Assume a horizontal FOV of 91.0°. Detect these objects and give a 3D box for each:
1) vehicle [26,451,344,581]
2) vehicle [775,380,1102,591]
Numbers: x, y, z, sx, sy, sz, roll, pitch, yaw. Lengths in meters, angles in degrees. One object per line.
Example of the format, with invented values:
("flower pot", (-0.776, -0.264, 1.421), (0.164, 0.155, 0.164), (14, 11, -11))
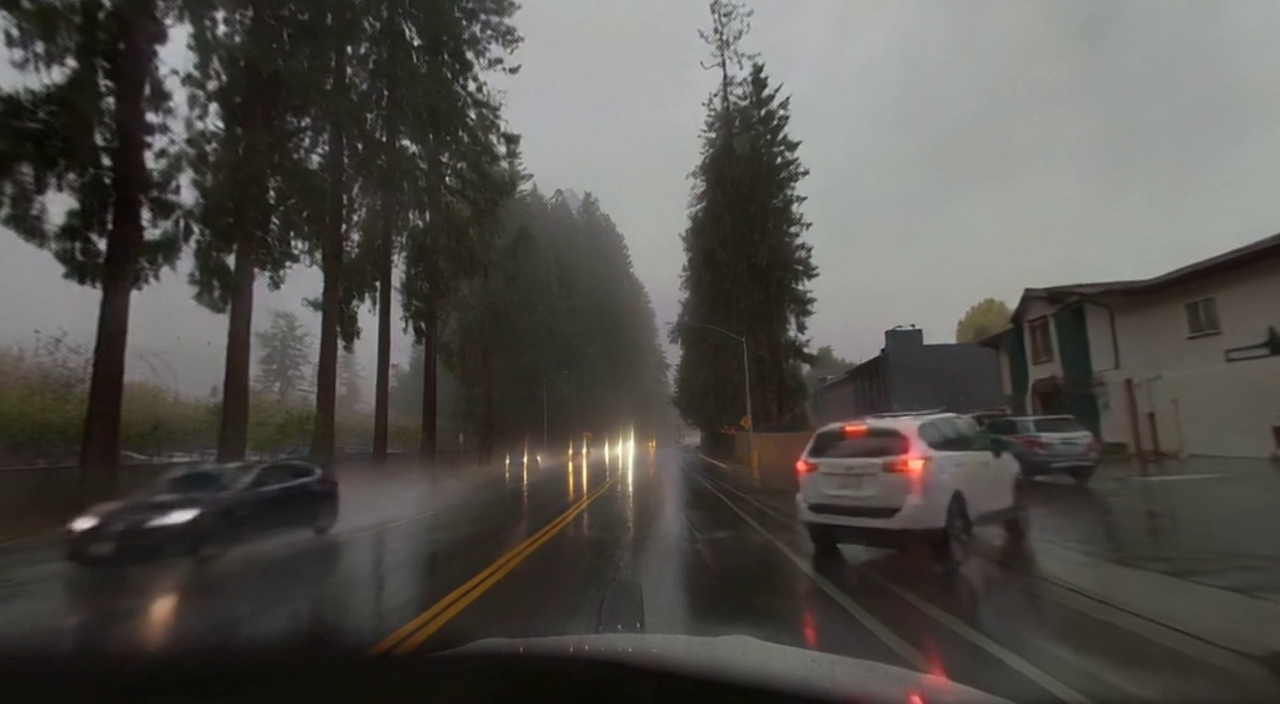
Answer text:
("vehicle", (-6.919, 2.468, 10.361), (1.894, 1.476, 4.429), (-4, -9, 2))
("vehicle", (4.057, 1.534, 8.131), (2.268, 1.862, 4.724), (-8, -12, 44))
